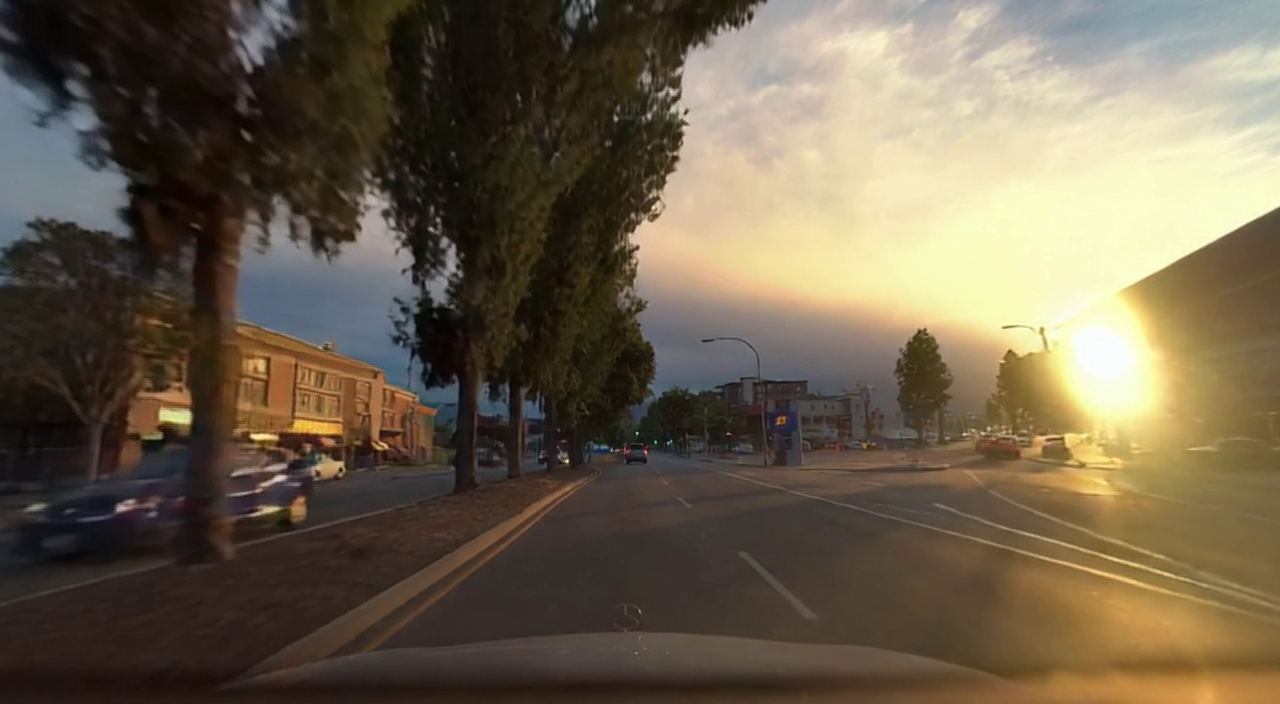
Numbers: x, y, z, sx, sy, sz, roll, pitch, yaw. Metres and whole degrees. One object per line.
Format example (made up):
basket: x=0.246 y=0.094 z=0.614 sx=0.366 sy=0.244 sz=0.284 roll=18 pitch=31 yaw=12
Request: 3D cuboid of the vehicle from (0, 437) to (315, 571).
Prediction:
vehicle: x=-7.580 y=2.317 z=10.508 sx=2.008 sy=1.701 sz=4.430 roll=0 pitch=-9 yaw=-1

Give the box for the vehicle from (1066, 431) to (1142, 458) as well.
vehicle: x=35.801 y=7.133 z=48.787 sx=4.710 sy=1.864 sz=1.949 roll=-1 pitch=-8 yaw=-14
